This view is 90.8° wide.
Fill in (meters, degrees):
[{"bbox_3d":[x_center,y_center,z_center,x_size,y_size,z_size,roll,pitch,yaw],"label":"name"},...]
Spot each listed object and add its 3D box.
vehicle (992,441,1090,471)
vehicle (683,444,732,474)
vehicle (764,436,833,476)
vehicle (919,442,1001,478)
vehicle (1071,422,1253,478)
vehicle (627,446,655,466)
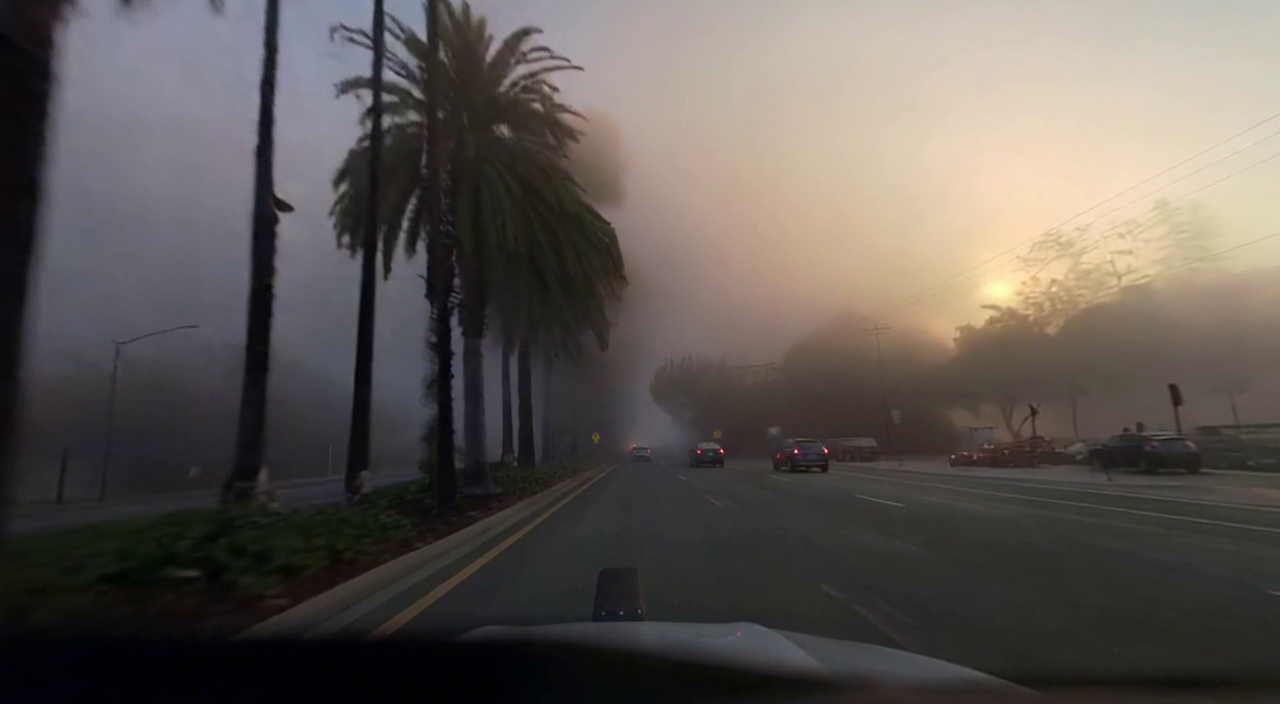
[{"bbox_3d":[20.999,5.468,33.379,1.822,1.456,4.860,0,-8,-2],"label":"vehicle"},{"bbox_3d":[3.405,5.482,32.645,1.875,1.452,4.453,0,-8,-2],"label":"vehicle"},{"bbox_3d":[7.087,4.688,28.642,1.916,1.646,4.258,0,-8,-1],"label":"vehicle"},{"bbox_3d":[14.501,4.899,28.849,1.743,1.505,3.682,0,-8,-1],"label":"vehicle"},{"bbox_3d":[21.088,4.012,26.022,2.304,2.044,5.894,0,-8,-2],"label":"vehicle"},{"bbox_3d":[0.027,7.832,47.803,2.031,1.444,4.361,0,-8,-1],"label":"vehicle"}]
